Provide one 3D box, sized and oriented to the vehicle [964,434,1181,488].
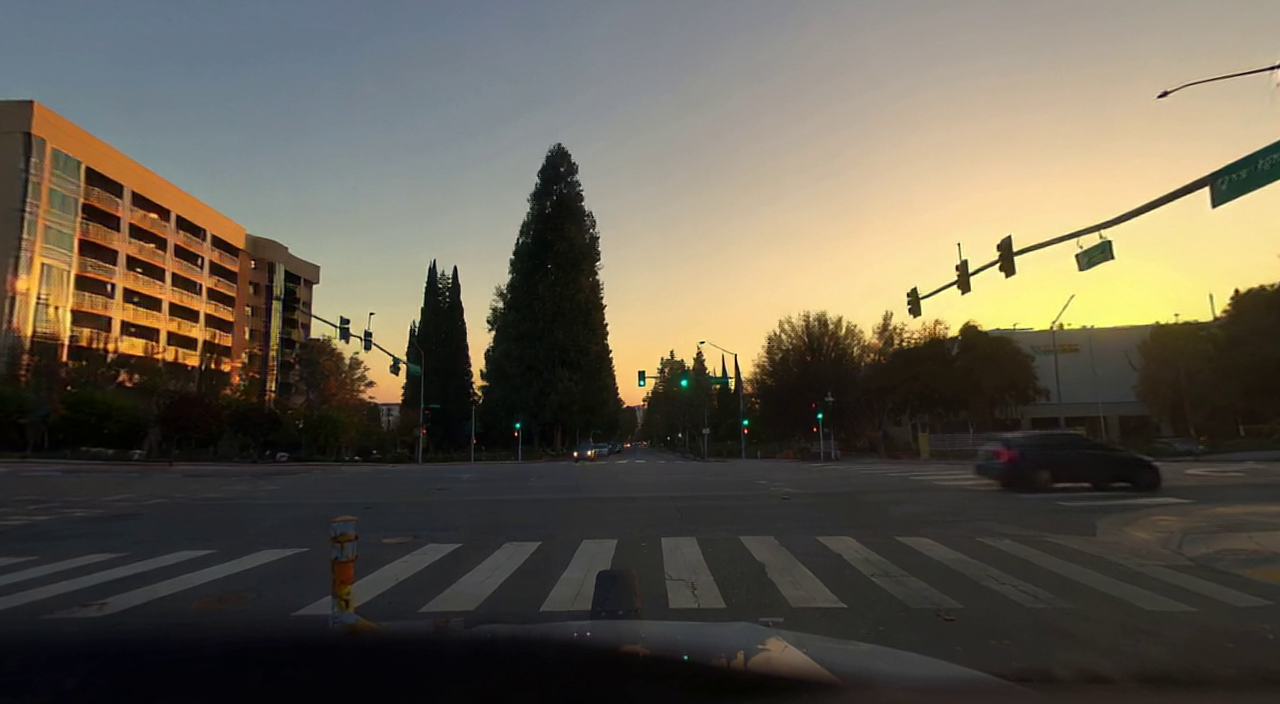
[{"bbox_3d":[12.528,3.185,18.584,4.838,1.468,2.052,0,-9,0],"label":"vehicle"}]
